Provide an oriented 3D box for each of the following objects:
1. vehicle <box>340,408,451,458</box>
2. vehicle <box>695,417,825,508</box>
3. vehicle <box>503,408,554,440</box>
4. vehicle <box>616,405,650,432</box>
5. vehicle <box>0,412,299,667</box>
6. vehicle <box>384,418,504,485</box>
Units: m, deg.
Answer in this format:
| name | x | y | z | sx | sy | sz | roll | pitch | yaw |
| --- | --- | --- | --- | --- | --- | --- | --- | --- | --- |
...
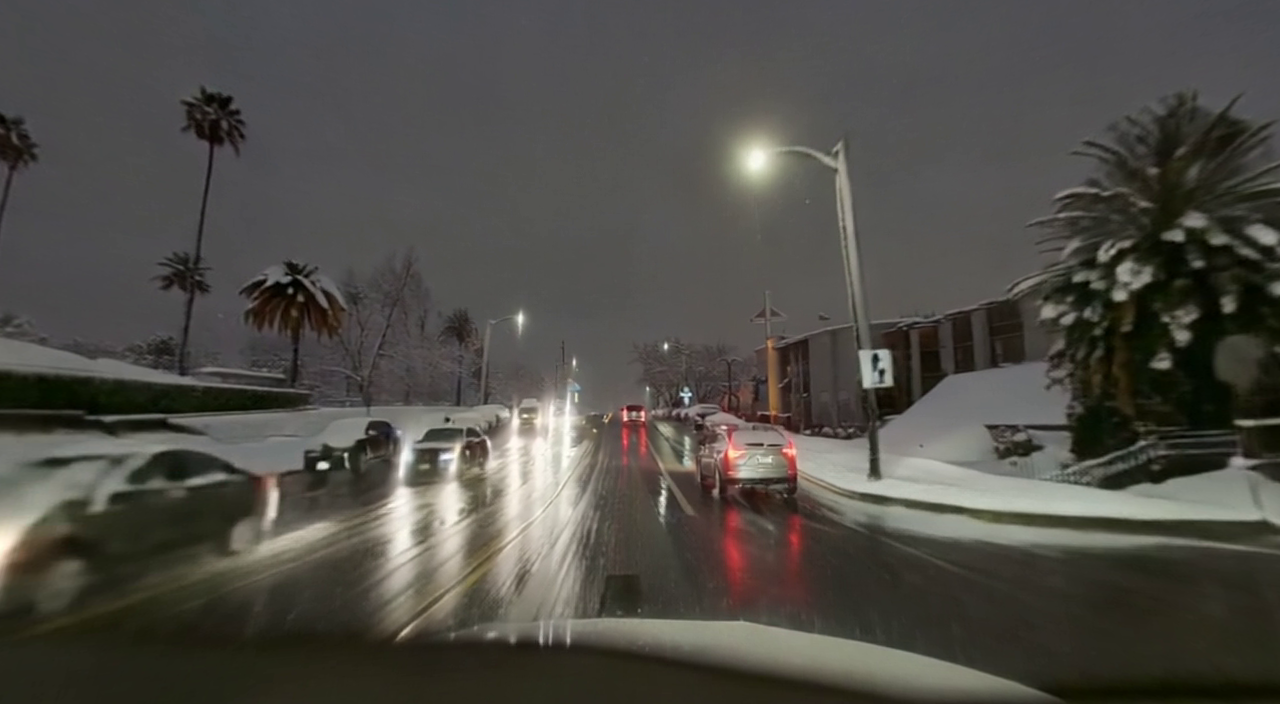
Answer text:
| name | x | y | z | sx | sy | sz | roll | pitch | yaw |
| --- | --- | --- | --- | --- | --- | --- | --- | --- | --- |
| vehicle | -9.026 | 3.118 | 23.952 | 2.076 | 1.650 | 5.432 | 0 | -8 | -1 |
| vehicle | 2.682 | 2.595 | 15.273 | 1.995 | 1.858 | 4.333 | 0 | -8 | -4 |
| vehicle | -6.360 | 4.208 | 36.621 | 2.171 | 1.676 | 4.523 | 0 | -8 | 0 |
| vehicle | -0.465 | 4.526 | 42.848 | 2.196 | 1.655 | 3.939 | 0 | -8 | -1 |
| vehicle | -5.828 | 1.645 | 6.406 | 2.138 | 1.858 | 4.788 | 0 | -8 | -1 |
| vehicle | -5.977 | 3.119 | 20.019 | 2.295 | 1.837 | 4.680 | 0 | -8 | 0 |
